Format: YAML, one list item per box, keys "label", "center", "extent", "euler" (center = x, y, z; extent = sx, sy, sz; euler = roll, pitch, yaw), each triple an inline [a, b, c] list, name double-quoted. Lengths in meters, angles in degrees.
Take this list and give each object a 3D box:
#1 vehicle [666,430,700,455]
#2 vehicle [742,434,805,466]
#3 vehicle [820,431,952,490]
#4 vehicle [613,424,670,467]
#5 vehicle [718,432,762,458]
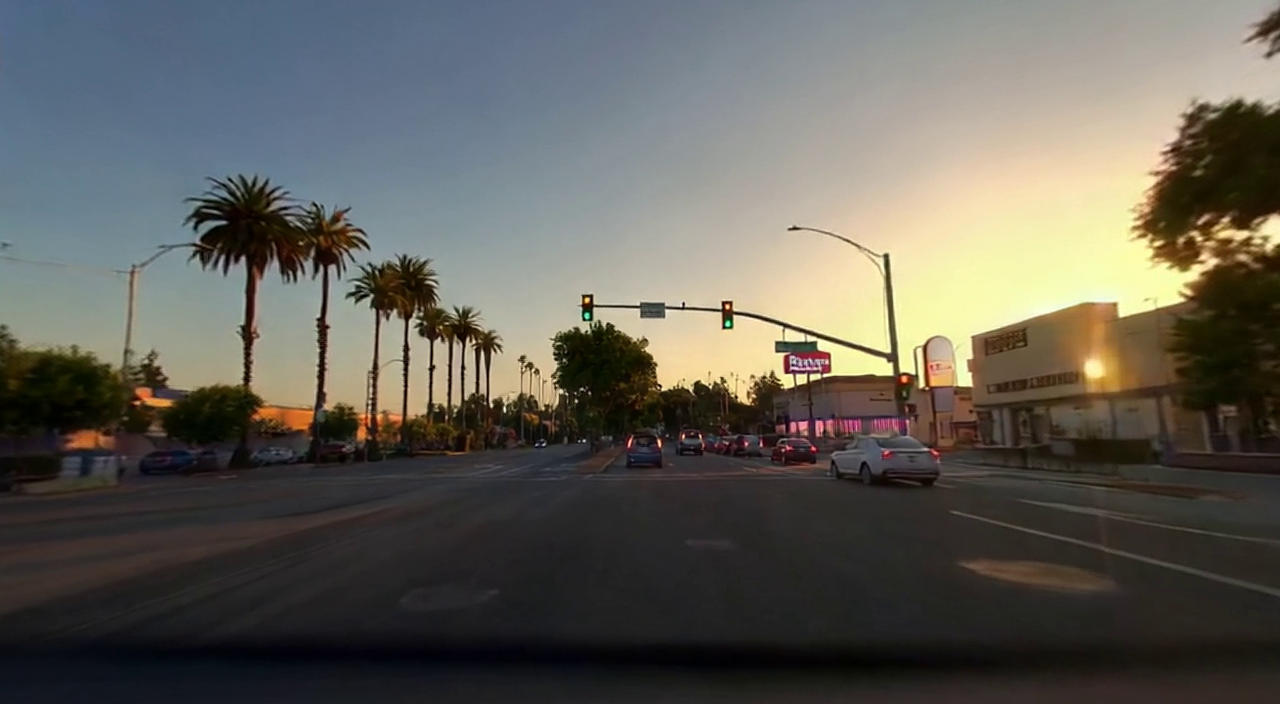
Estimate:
- label: "vehicle"
  center: [3.285, 7.039, 49.067]
  extent: [2.187, 1.777, 4.444]
  euler: [0, -8, -2]
- label: "vehicle"
  center: [6.653, 4.944, 32.093]
  extent: [2.038, 1.476, 5.032]
  euler: [0, -8, -1]
- label: "vehicle"
  center: [6.823, 3.060, 18.133]
  extent: [1.902, 1.461, 4.428]
  euler: [0, -8, -1]
- label: "vehicle"
  center: [0.028, 4.316, 29.157]
  extent: [2.428, 1.816, 4.959]
  euler: [0, -8, -1]
- label: "vehicle"
  center: [6.733, 6.304, 42.870]
  extent: [2.100, 1.675, 4.536]
  euler: [0, -8, -2]
